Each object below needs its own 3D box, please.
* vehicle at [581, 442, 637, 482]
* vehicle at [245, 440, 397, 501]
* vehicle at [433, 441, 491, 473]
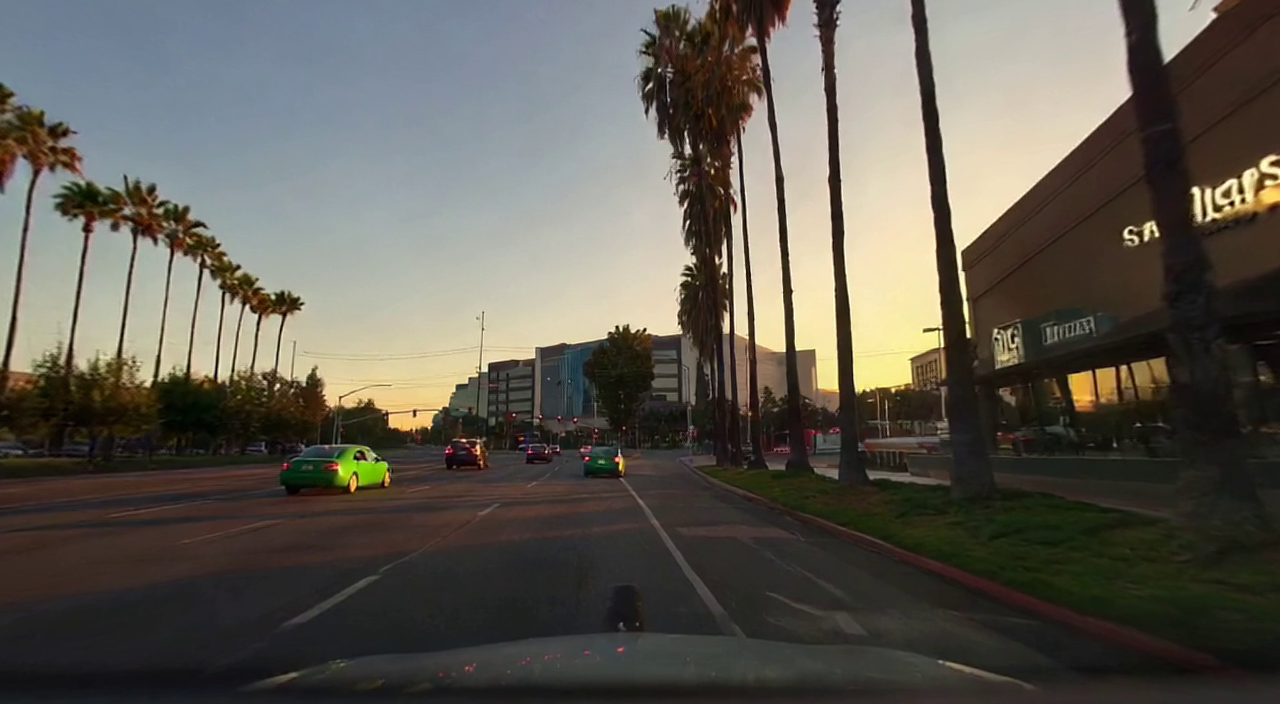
[{"bbox_3d":[-1.202,4.593,26.685,2.070,1.493,4.570,0,-9,1],"label":"vehicle"},{"bbox_3d":[-8.585,3.211,17.558,1.958,1.455,4.504,0,-9,-1],"label":"vehicle"},{"bbox_3d":[-9.921,5.863,35.590,2.108,1.669,5.076,1,-9,-4],"label":"vehicle"}]
